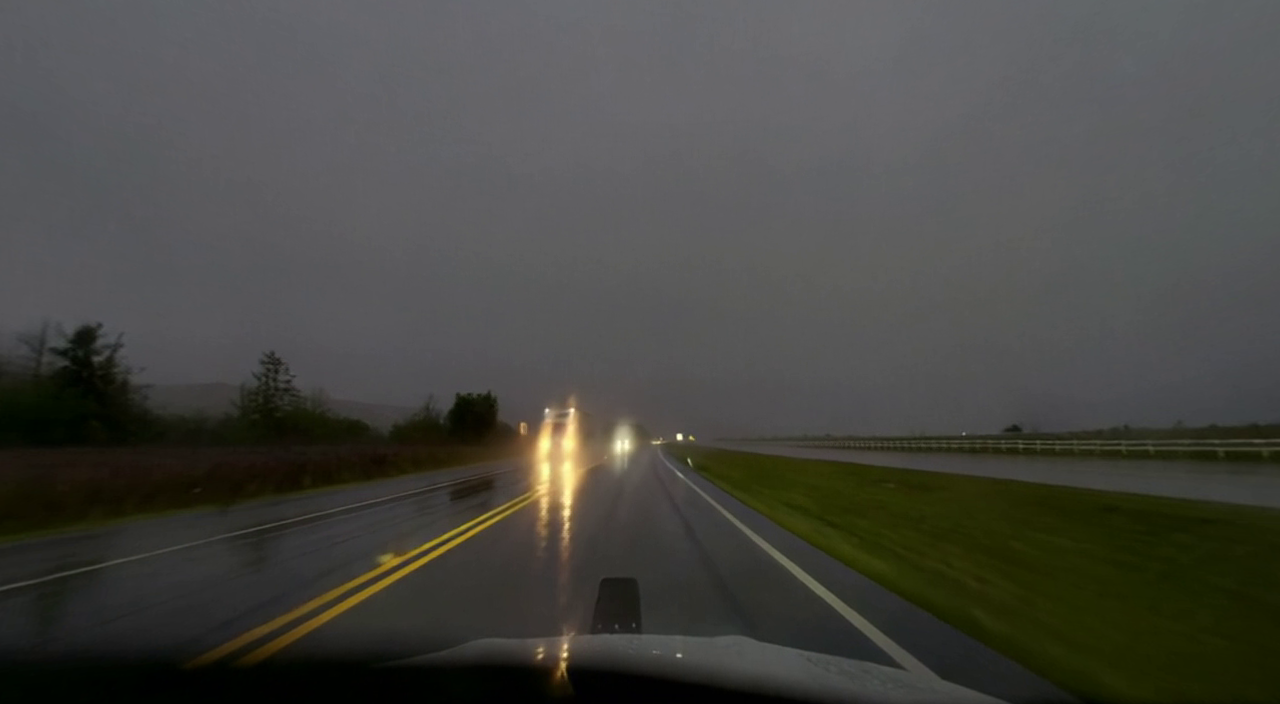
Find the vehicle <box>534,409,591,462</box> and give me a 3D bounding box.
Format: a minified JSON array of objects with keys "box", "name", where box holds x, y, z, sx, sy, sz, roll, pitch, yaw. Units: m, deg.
[{"box":[-5.418,6.102,45.664,2.751,3.436,8.990,-1,-8,2],"name":"vehicle"}]
